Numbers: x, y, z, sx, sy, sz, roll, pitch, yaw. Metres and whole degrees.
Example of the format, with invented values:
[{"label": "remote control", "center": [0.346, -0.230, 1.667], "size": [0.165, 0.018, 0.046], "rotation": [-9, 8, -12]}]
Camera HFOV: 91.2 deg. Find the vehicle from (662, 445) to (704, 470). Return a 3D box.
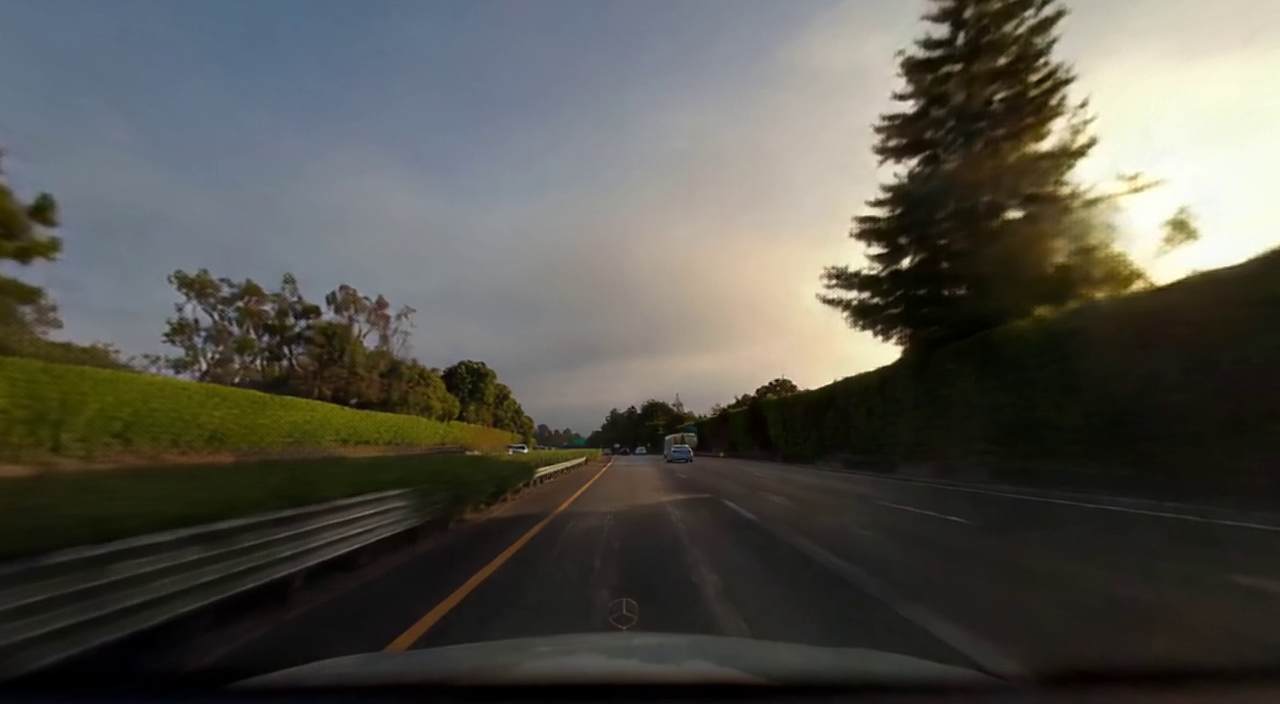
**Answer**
[{"label": "vehicle", "center": [2.732, 6.807, 40.734], "size": [2.244, 1.498, 4.338], "rotation": [0, -9, -2]}]
